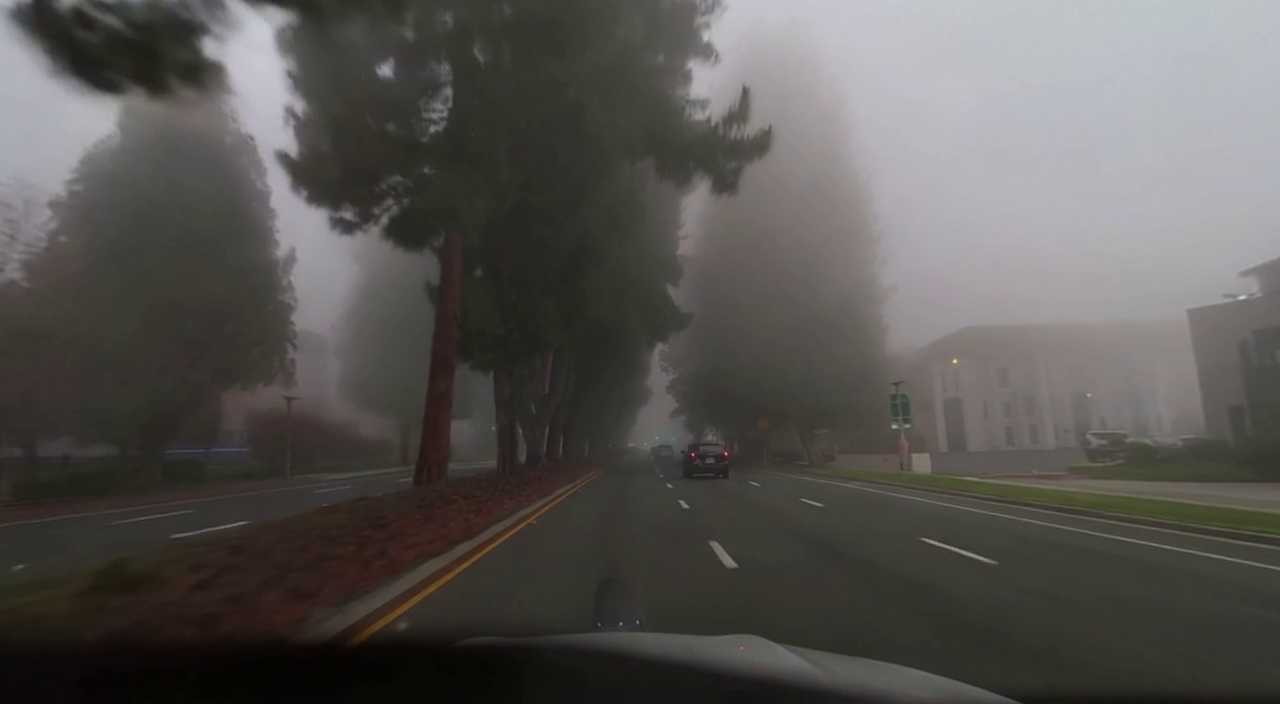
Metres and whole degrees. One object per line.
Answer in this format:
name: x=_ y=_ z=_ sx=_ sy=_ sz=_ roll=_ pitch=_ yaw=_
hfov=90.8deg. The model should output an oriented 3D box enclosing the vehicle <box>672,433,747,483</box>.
vehicle: x=2.548 y=4.066 z=24.522 sx=2.240 sy=1.740 sz=4.605 roll=0 pitch=-8 yaw=-2
